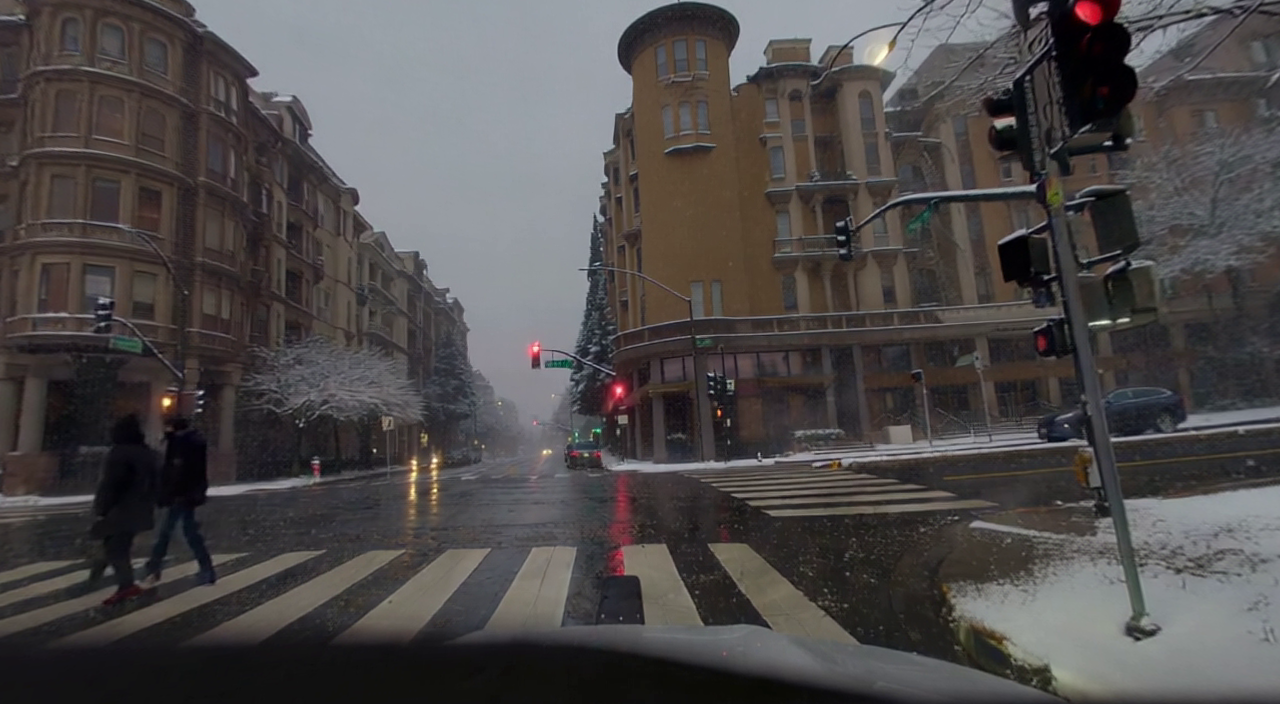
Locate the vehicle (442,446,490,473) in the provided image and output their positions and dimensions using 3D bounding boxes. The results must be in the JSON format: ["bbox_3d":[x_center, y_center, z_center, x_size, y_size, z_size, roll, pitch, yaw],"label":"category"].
[{"bbox_3d":[-10.454,6.469,38.170,2.196,1.503,4.371,1,-8,-8],"label":"vehicle"}]
